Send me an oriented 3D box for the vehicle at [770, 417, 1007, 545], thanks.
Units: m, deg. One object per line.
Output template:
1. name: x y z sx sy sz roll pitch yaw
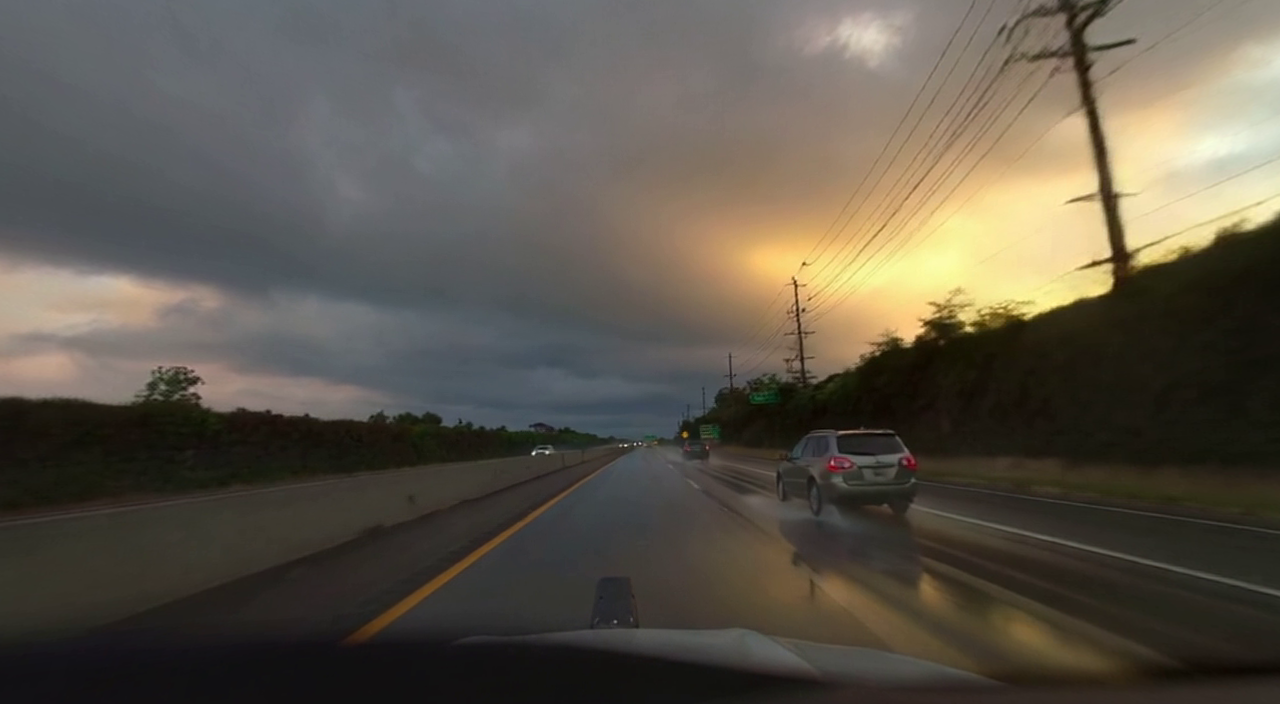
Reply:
1. vehicle: 3.589 1.938 10.174 1.977 1.581 4.428 -1 -8 -1

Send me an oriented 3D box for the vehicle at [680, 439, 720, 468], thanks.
1. vehicle: 3.329 5.683 35.530 1.868 1.507 3.833 -1 -8 -1
